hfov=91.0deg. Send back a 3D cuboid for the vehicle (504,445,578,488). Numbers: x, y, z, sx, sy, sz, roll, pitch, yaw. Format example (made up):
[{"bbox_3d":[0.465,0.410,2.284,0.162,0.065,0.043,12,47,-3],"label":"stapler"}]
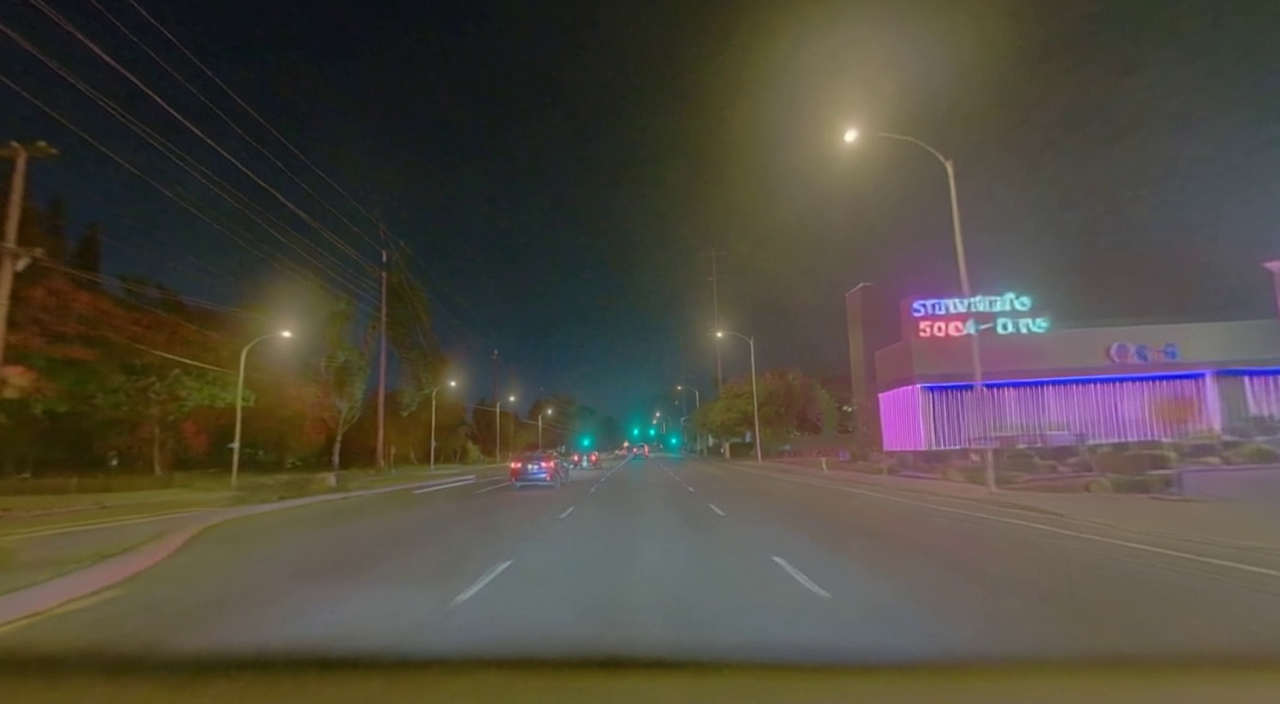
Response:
[{"bbox_3d":[-3.613,4.264,23.744,2.076,1.444,4.328,0,-9,0],"label":"vehicle"}]
